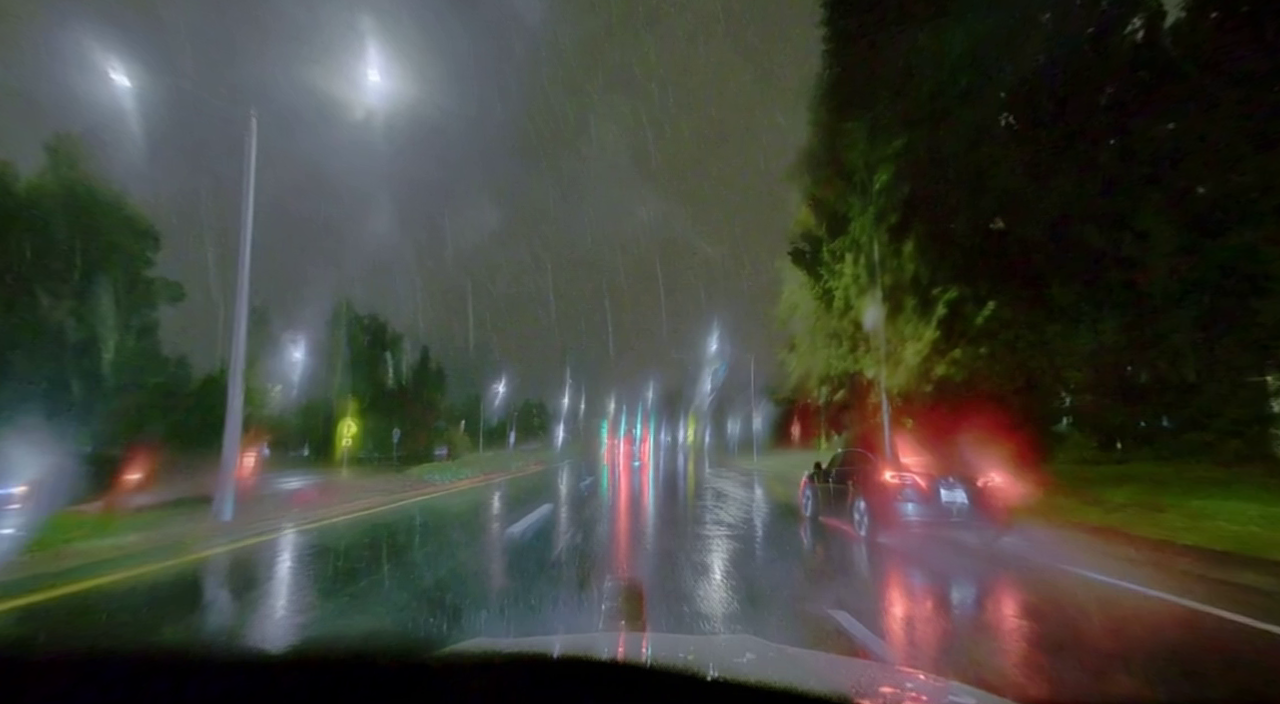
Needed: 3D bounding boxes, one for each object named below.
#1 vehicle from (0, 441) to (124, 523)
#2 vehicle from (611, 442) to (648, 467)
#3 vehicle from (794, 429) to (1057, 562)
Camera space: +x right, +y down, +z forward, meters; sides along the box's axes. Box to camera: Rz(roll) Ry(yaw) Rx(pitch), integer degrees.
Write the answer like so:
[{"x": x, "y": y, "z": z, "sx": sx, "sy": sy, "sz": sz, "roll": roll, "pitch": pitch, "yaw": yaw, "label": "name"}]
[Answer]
[{"x": -14.422, "y": 2.846, "z": 13.935, "sx": 2.010, "sy": 1.688, "sz": 4.514, "roll": 0, "pitch": -8, "yaw": 0, "label": "vehicle"}, {"x": -0.620, "y": 6.696, "z": 41.209, "sx": 2.095, "sy": 1.548, "sz": 4.264, "roll": -1, "pitch": -8, "yaw": 3, "label": "vehicle"}, {"x": 3.850, "y": 1.993, "z": 9.493, "sx": 1.913, "sy": 1.516, "sz": 4.322, "roll": 0, "pitch": -8, "yaw": 0, "label": "vehicle"}]
